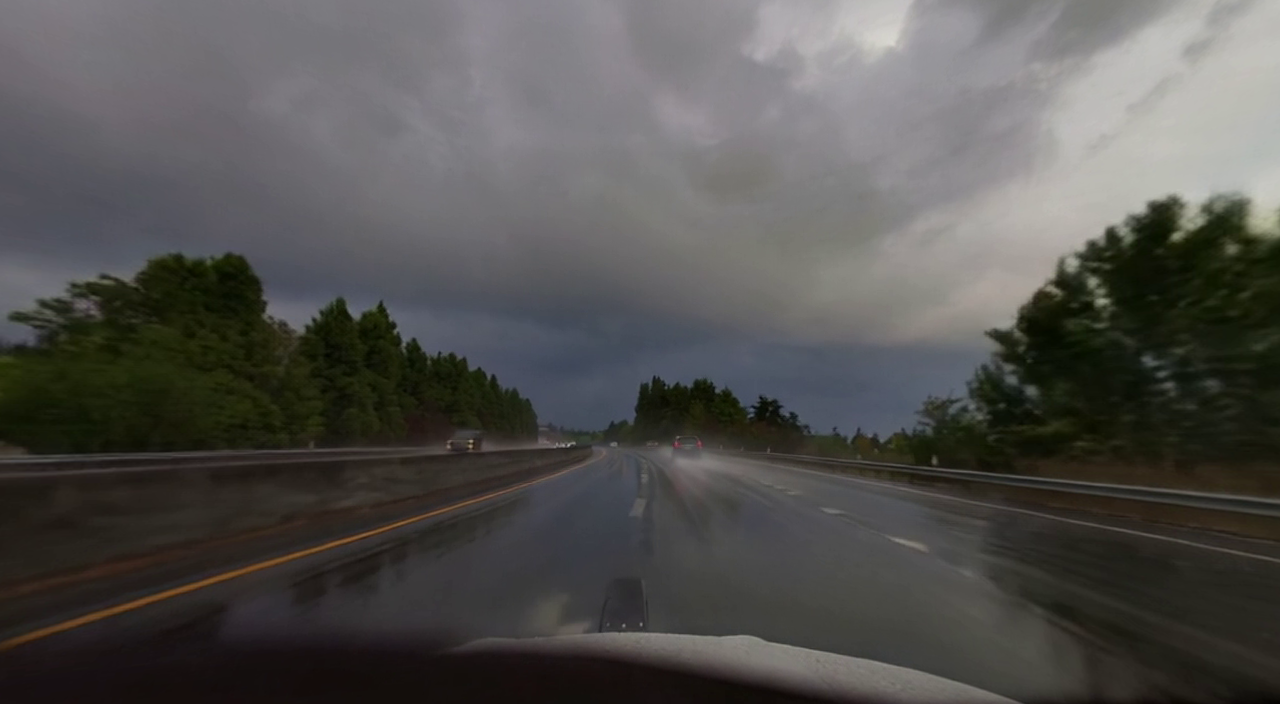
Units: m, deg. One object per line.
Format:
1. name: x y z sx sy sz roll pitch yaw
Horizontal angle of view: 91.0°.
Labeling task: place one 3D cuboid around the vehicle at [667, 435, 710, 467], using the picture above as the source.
1. vehicle: 2.690 5.599 35.751 2.079 1.729 4.380 0 -8 0
